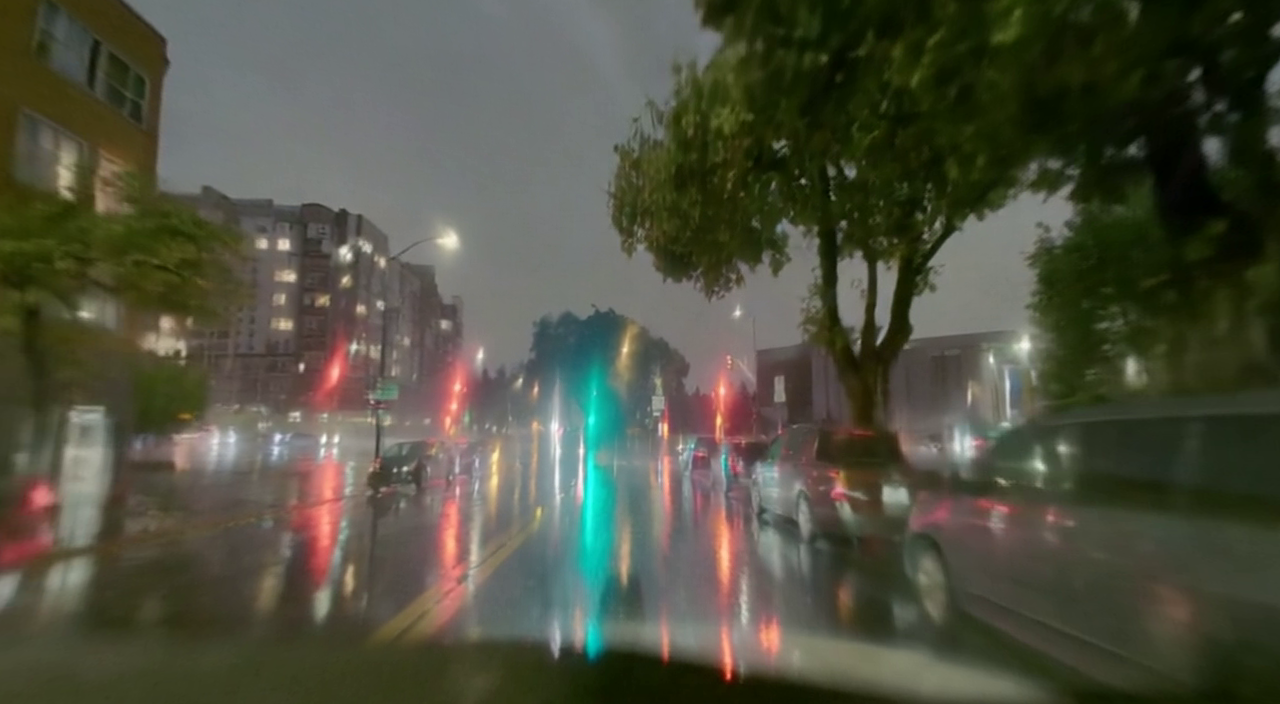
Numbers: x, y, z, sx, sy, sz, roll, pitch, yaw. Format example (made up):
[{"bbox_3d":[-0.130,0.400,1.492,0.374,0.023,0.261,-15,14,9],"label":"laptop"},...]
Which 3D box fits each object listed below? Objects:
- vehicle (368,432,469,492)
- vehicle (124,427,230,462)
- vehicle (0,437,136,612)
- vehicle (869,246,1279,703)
[{"bbox_3d":[-7.138,3.570,20.854,1.893,1.758,4.019,0,-8,0],"label":"vehicle"},{"bbox_3d":[-29.016,5.814,39.741,4.704,2.065,2.328,0,-8,-2],"label":"vehicle"},{"bbox_3d":[-6.646,1.421,4.586,2.033,1.523,4.867,-3,-8,-1],"label":"vehicle"},{"bbox_3d":[2.765,0.760,2.589,1.954,1.845,4.682,0,-8,1],"label":"vehicle"}]
